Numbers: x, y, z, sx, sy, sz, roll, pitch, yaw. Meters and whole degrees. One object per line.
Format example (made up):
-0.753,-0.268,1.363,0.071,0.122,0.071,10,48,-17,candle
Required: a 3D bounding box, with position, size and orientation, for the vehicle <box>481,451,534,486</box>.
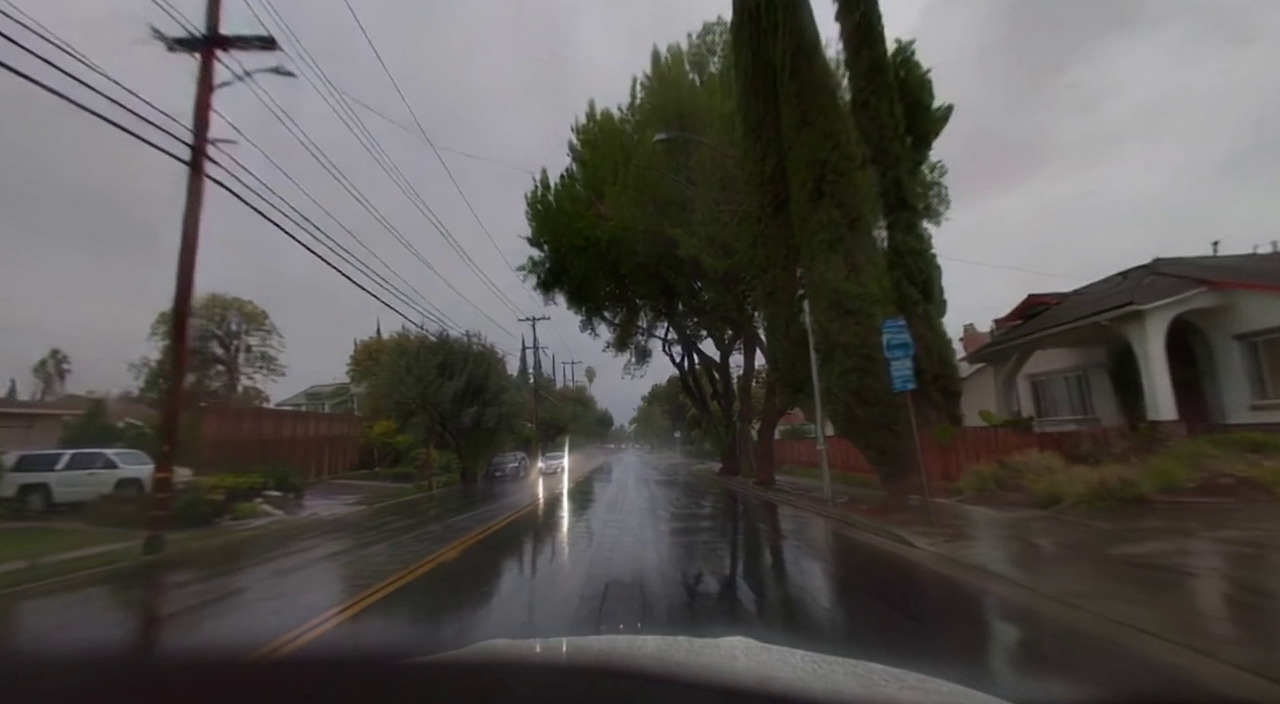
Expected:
-7.274,6.411,35.143,1.869,1.442,4.344,-9,-8,-1,vehicle
